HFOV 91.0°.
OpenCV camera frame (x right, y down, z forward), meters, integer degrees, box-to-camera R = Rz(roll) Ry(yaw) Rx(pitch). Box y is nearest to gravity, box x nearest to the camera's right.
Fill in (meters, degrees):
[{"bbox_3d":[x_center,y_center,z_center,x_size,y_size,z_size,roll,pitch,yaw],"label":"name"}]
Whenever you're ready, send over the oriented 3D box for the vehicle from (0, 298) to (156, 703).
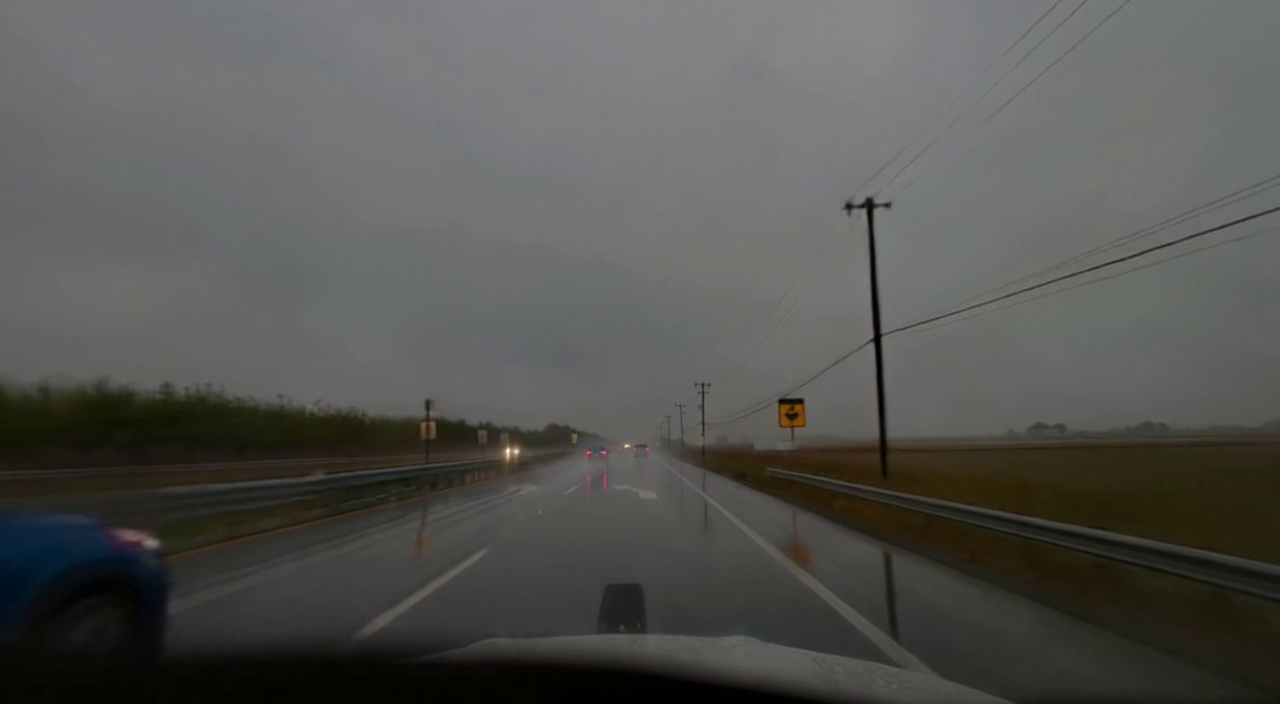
[{"bbox_3d":[-3.483,0.477,0.667,2.173,1.863,4.786,0,-9,-1],"label":"vehicle"}]
